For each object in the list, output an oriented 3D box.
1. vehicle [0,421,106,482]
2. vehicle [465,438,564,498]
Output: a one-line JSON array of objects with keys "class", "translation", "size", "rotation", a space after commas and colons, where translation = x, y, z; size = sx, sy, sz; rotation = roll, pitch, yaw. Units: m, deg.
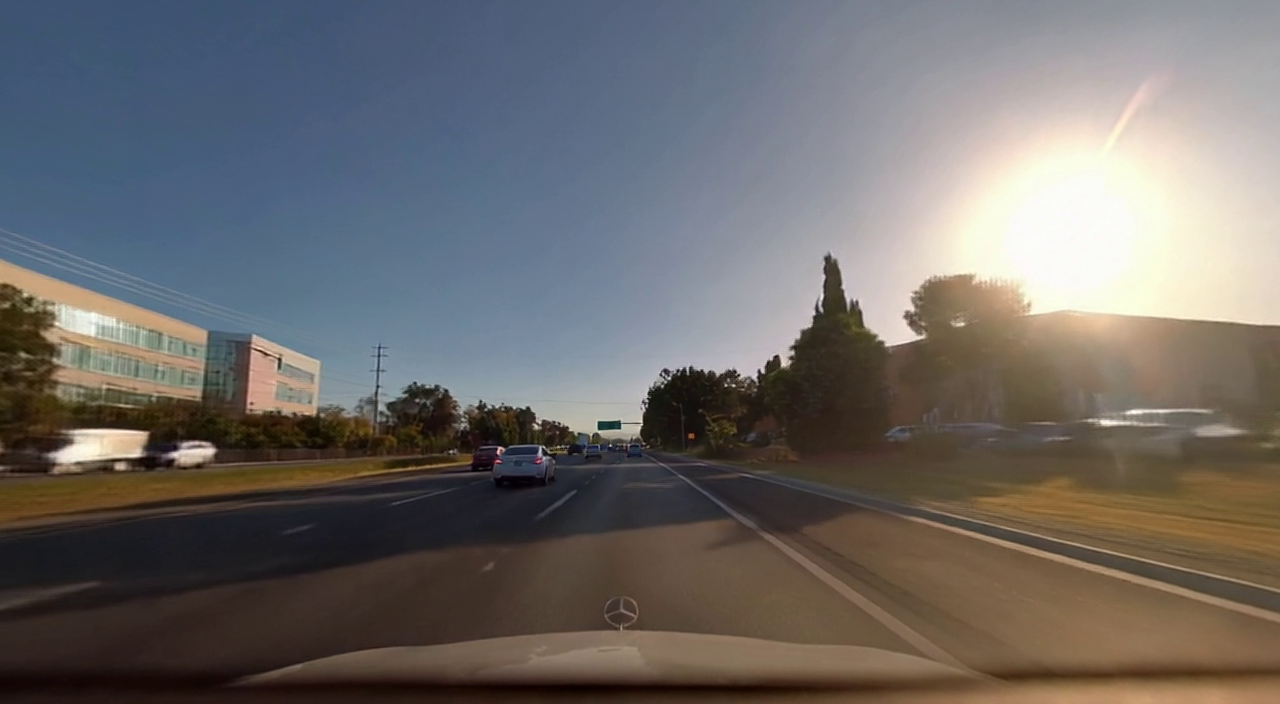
[{"class": "vehicle", "translation": [-39.586, 6.633, 42.191], "size": [3.158, 3.804, 5.041], "rotation": [0, -9, -1]}, {"class": "vehicle", "translation": [-3.345, 3.192, 17.729], "size": [1.920, 1.463, 4.134], "rotation": [0, -8, 0]}]
